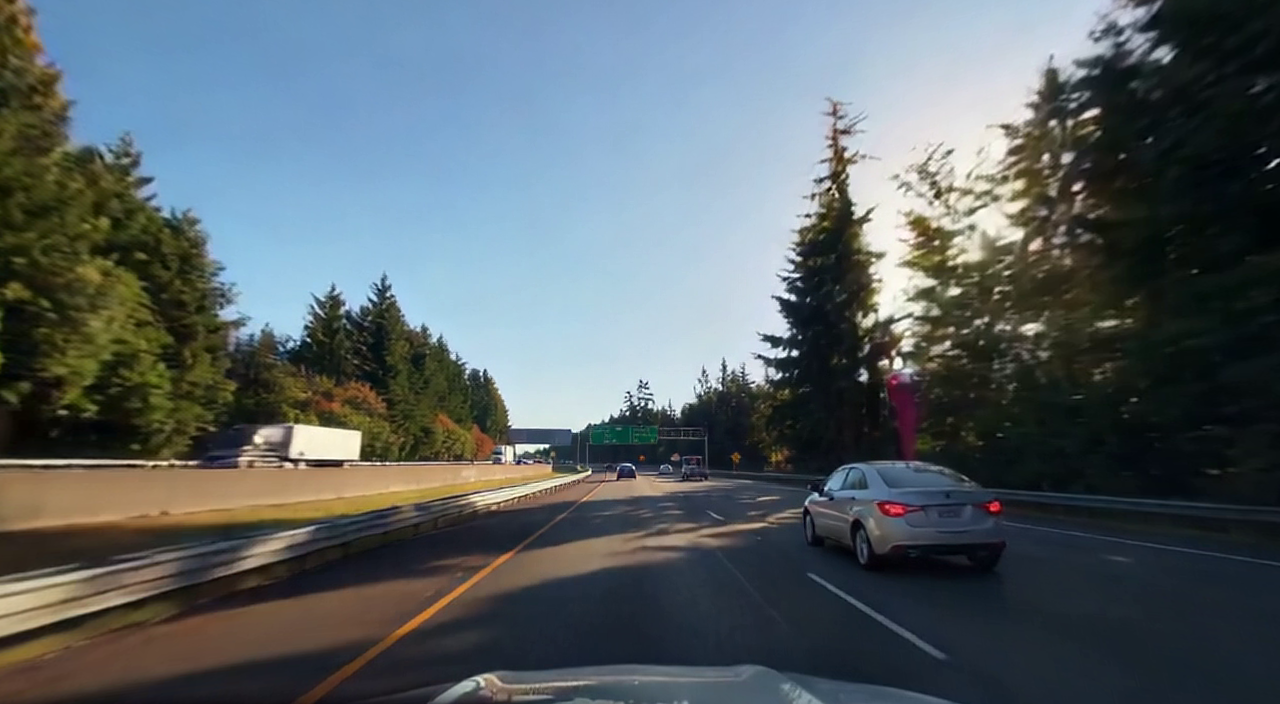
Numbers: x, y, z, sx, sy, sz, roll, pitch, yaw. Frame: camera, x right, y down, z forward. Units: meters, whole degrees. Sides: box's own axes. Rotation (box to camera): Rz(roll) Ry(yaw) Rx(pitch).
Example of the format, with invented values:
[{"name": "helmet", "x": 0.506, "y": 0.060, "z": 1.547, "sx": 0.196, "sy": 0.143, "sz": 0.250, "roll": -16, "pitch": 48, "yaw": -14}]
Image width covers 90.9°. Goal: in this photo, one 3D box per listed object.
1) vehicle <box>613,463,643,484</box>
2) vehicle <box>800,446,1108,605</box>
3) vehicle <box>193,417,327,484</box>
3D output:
[{"name": "vehicle", "x": -0.923, "y": 9.518, "z": 49.454, "sx": 2.242, "sy": 1.525, "sz": 4.305, "roll": 1, "pitch": -11, "yaw": -1}, {"name": "vehicle", "x": 3.929, "y": 2.268, "z": 8.961, "sx": 2.132, "sy": 1.662, "sz": 4.180, "roll": 1, "pitch": -11, "yaw": -1}, {"name": "vehicle", "x": -17.500, "y": 4.711, "z": 29.581, "sx": 2.486, "sy": 2.753, "sz": 5.968, "roll": 1, "pitch": -11, "yaw": -1}]
